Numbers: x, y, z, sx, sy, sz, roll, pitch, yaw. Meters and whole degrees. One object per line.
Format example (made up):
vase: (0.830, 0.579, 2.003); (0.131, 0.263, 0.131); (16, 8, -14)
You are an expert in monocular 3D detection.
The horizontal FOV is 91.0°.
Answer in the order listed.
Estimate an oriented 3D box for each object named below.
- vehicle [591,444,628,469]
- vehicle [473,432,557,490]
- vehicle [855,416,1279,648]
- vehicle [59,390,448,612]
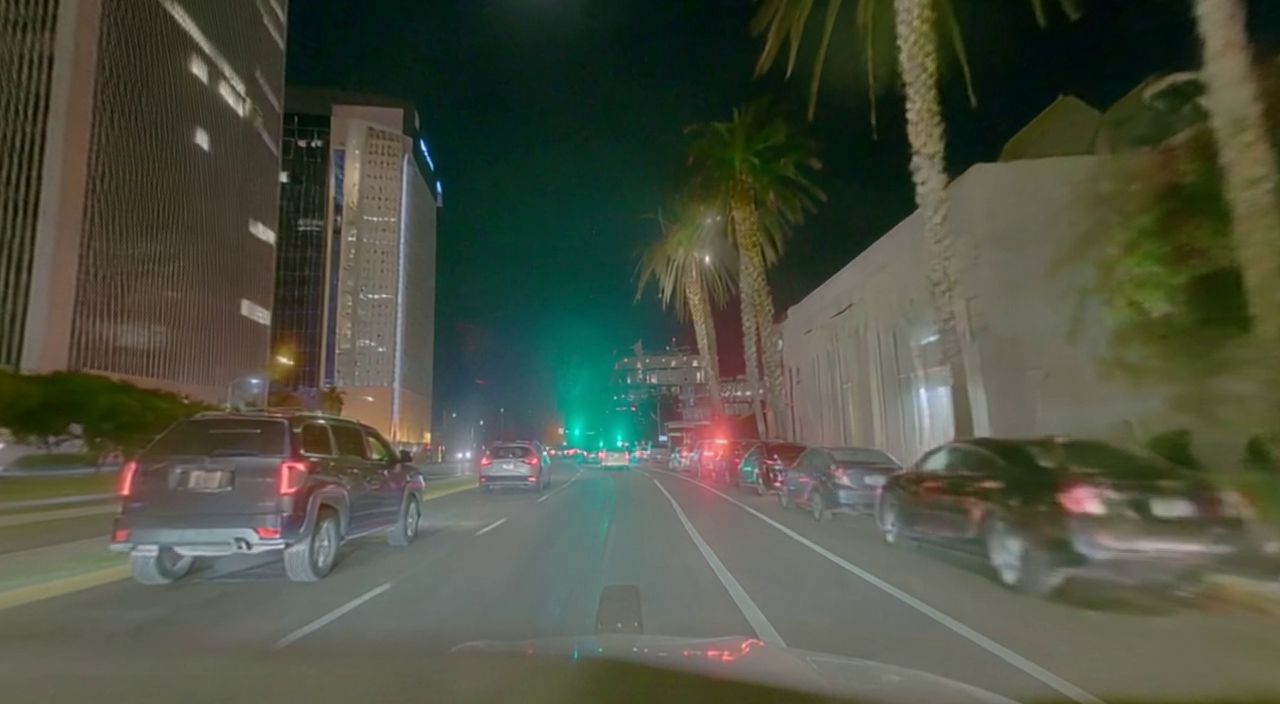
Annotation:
vehicle: (-1.939, 6.414, 38.854); (2.036, 1.461, 3.890); (1, -9, -6)
vehicle: (-4.048, 3.611, 21.182); (2.014, 1.740, 4.392); (0, -9, -1)
vehicle: (4.003, 1.532, 6.484); (1.873, 1.511, 4.523); (0, -9, -1)
vehicle: (-3.808, 1.526, 7.315); (1.800, 1.797, 4.224); (0, -9, 0)
